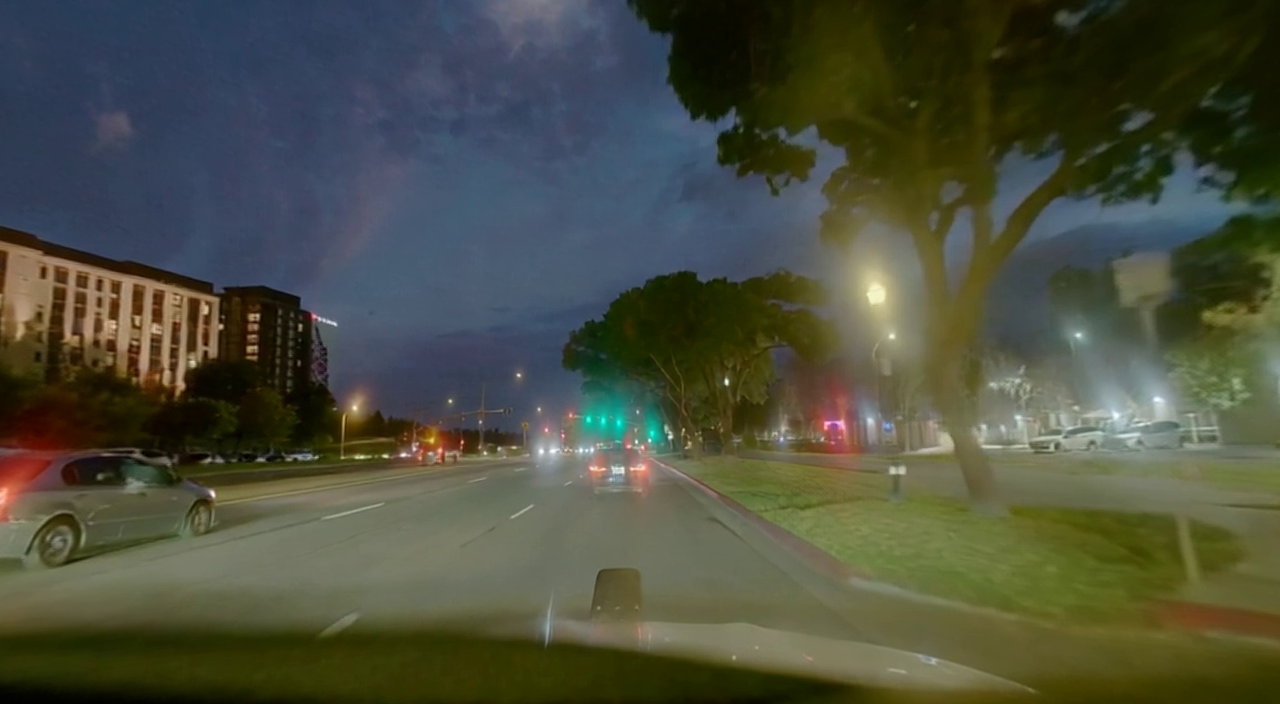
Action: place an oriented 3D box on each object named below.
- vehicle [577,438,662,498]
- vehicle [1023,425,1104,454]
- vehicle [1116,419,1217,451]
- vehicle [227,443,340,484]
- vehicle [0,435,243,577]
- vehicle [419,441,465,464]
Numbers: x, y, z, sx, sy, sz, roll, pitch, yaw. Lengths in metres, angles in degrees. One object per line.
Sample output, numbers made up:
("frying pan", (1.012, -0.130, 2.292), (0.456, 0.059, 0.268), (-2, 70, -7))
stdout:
("vehicle", (-0.550, 3.218, 17.890), (2.099, 1.469, 4.389), (0, -9, -1))
("vehicle", (24.835, 5.181, 37.142), (3.437, 1.408, 1.759), (-3, -9, -5))
("vehicle", (26.599, 4.203, 31.982), (3.512, 1.415, 1.722), (-2, -9, -4))
("vehicle", (-14.361, 4.498, 25.821), (2.024, 1.484, 4.592), (1, -9, -1))
("vehicle", (-7.544, 1.829, 8.116), (1.906, 1.449, 4.576), (0, -9, 0))
("vehicle", (-15.107, 7.701, 48.452), (2.064, 1.686, 4.380), (0, -9, 0))
